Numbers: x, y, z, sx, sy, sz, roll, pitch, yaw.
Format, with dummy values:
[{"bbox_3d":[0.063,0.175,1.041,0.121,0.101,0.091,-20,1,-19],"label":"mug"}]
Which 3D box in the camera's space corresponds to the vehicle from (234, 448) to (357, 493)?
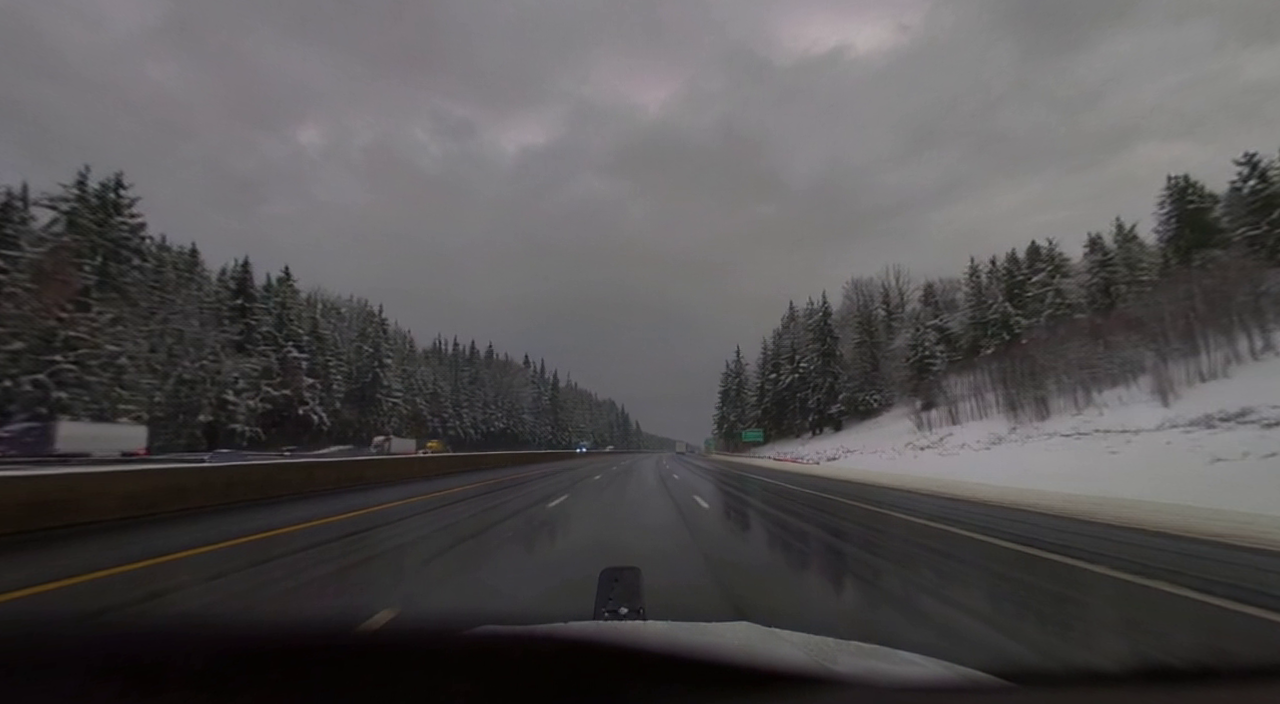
[{"bbox_3d":[-12.111,4.167,22.541,1.948,1.445,4.306,0,-9,0],"label":"vehicle"}]
